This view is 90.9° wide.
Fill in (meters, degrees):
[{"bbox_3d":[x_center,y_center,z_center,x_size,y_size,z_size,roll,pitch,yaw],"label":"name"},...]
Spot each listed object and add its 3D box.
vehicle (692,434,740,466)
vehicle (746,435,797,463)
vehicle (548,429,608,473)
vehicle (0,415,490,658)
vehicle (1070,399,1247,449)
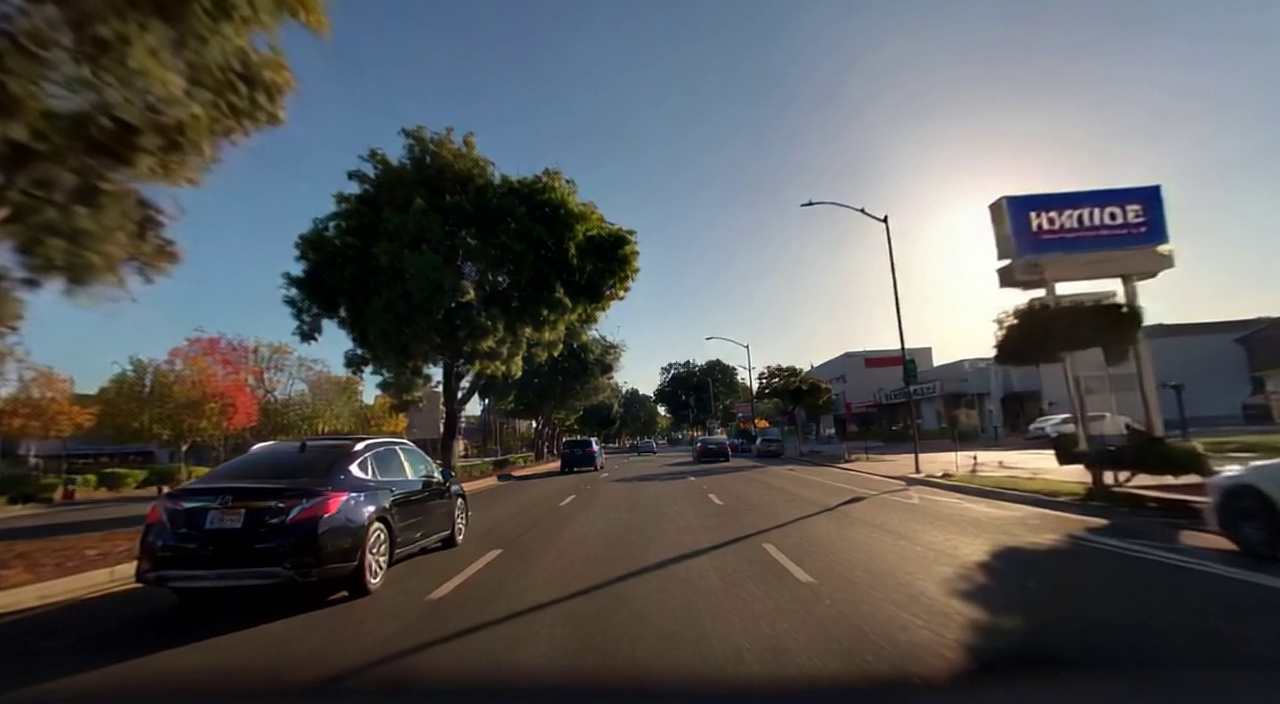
[{"bbox_3d":[3.825,5.025,32.409,1.904,1.490,4.299,0,-8,-1],"label":"vehicle"},{"bbox_3d":[7.631,5.672,36.960,1.942,1.481,4.447,0,-8,-1],"label":"vehicle"},{"bbox_3d":[-2.687,4.445,28.474,2.193,1.788,4.603,0,-8,1],"label":"vehicle"},{"bbox_3d":[-3.123,1.476,6.300,1.956,1.460,4.802,0,-8,2],"label":"vehicle"},{"bbox_3d":[20.948,2.981,25.667,5.166,1.870,2.317,0,-9,-3],"label":"vehicle"}]
